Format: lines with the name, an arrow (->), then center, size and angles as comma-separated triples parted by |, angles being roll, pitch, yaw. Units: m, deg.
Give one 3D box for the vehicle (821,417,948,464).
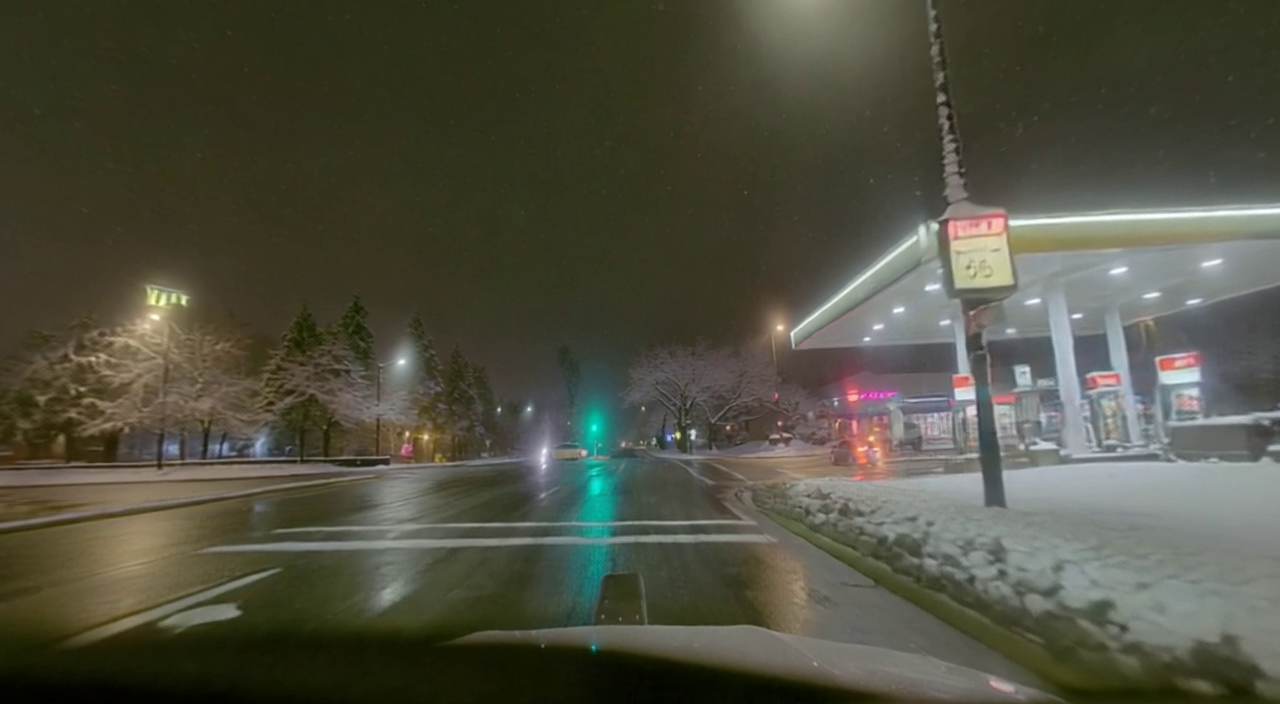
vehicle -> 10.634, 3.894, 27.690 | 4.640, 1.800, 2.026 | -2, -8, -1
